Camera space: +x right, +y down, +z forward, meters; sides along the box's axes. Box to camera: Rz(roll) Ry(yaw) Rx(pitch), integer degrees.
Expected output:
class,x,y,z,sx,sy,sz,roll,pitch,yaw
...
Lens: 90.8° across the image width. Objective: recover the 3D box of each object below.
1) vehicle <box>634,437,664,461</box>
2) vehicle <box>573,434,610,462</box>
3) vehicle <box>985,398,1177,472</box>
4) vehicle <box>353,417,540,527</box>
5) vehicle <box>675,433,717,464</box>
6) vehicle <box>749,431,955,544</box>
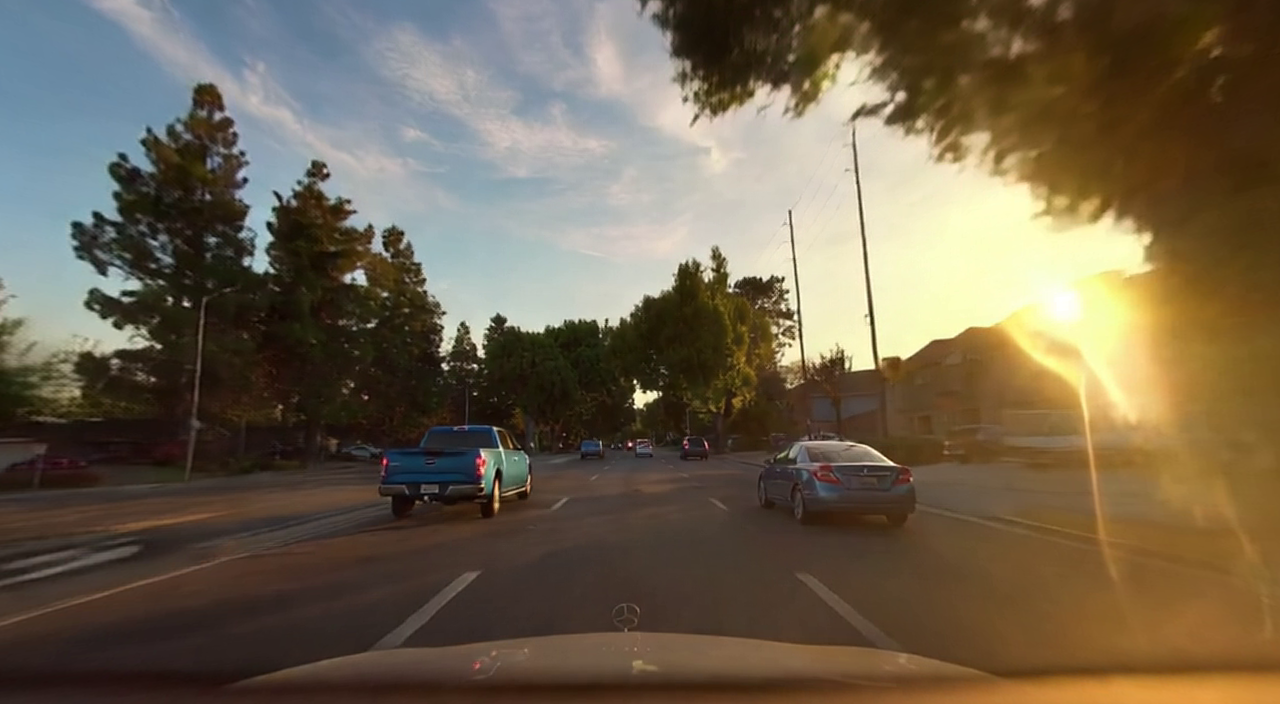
class,x,y,z,sx,sy,sz,roll,pitch,yaw
vehicle,0.613,6.936,45.498,1.997,1.636,3.760,0,-8,-2
vehicle,-3.349,6.699,44.367,2.218,1.829,4.492,0,-8,0
vehicle,14.951,2.848,21.678,4.801,2.233,2.222,-2,-8,-1
vehicle,-3.519,2.283,12.818,2.111,1.745,5.274,0,-8,0
vehicle,3.477,6.066,40.097,2.099,1.845,4.363,0,-8,-2
vehicle,3.153,2.066,10.449,1.884,1.463,4.195,0,-8,-1
